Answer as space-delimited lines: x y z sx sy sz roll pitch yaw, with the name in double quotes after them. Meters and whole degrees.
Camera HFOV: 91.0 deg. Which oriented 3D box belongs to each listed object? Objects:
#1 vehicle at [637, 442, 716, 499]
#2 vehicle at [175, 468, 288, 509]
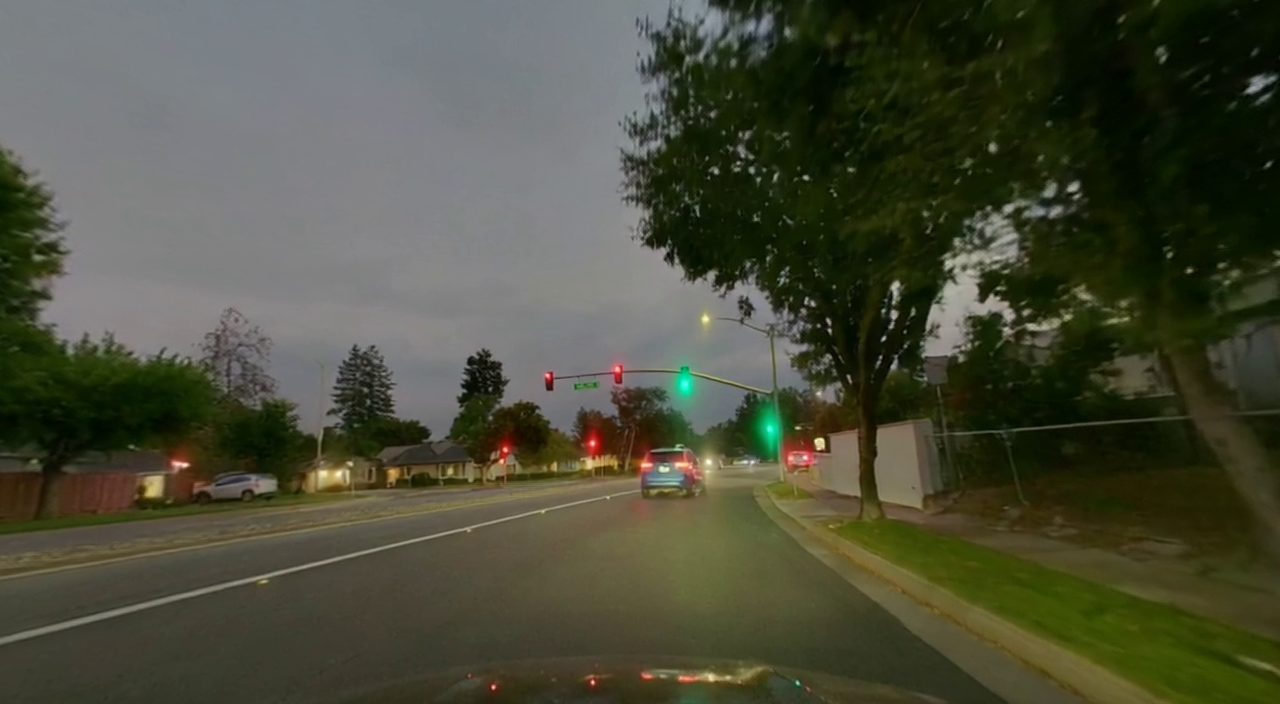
1.492 4.366 23.717 2.059 1.908 4.714 -3 -9 15 "vehicle"
-22.769 7.605 35.432 2.332 1.896 5.688 -1 -9 3 "vehicle"
